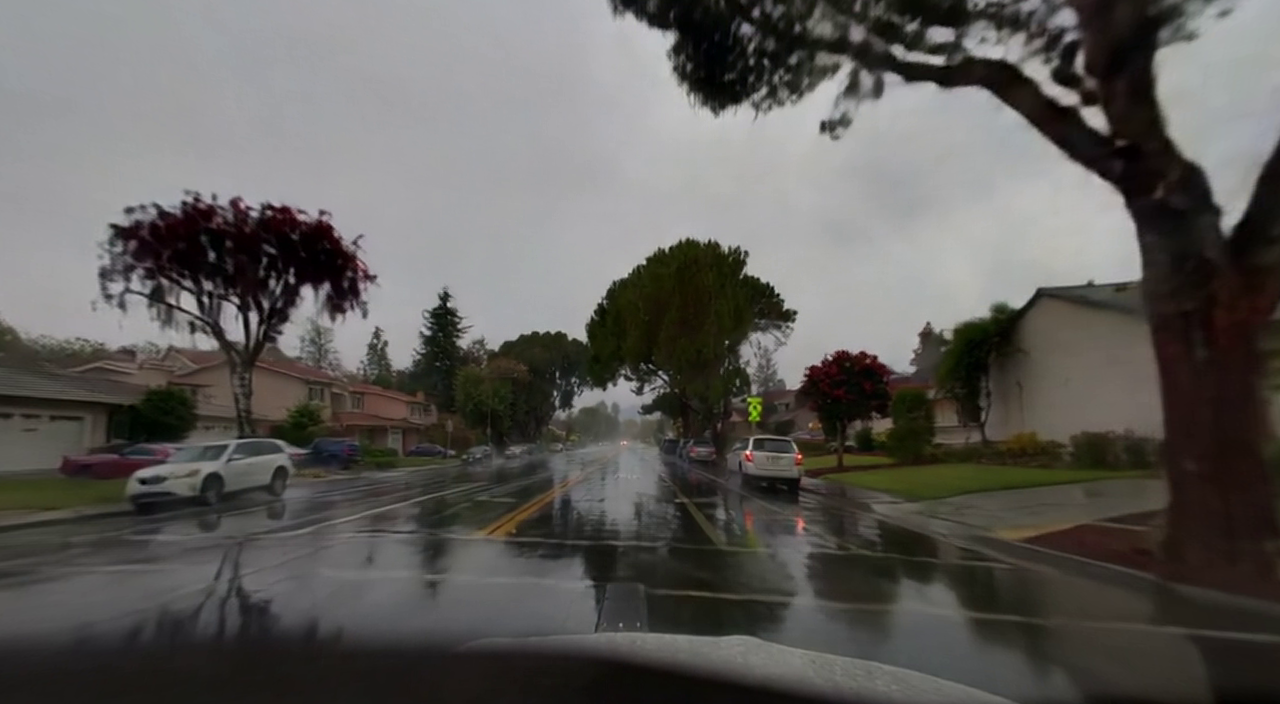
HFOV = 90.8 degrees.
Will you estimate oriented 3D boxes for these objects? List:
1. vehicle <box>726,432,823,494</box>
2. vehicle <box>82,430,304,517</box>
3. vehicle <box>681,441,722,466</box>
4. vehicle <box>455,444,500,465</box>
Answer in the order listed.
[{"bbox_3d":[4.160,3.512,20.367,2.027,1.751,4.433,0,-8,-2],"label":"vehicle"},{"bbox_3d":[-11.827,3.206,17.416,2.199,1.988,5.454,0,-8,-1],"label":"vehicle"},{"bbox_3d":[3.913,6.556,41.037,1.920,1.541,4.709,1,-8,-4],"label":"vehicle"},{"bbox_3d":[-12.006,7.573,46.870,2.079,1.509,4.591,0,-8,1],"label":"vehicle"}]
